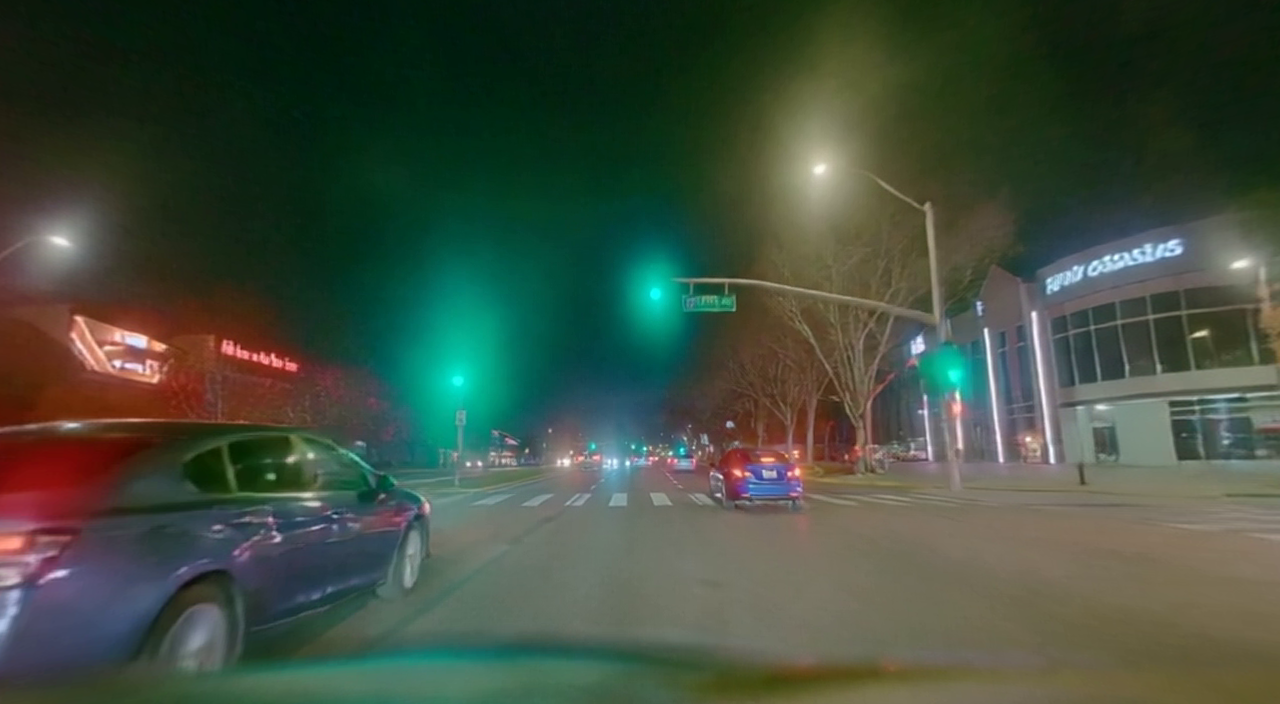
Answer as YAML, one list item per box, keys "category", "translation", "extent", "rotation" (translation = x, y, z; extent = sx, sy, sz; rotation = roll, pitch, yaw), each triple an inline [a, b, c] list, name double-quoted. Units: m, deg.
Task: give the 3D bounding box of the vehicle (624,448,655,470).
- category: "vehicle"
  translation: [-0.078, 7.614, 45.096]
  extent: [2.070, 1.460, 4.118]
  rotation: [0, -8, -1]

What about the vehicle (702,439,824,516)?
- category: "vehicle"
  translation: [2.697, 2.847, 14.878]
  extent: [1.946, 1.513, 4.133]
  rotation: [0, -8, -1]

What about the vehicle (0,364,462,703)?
- category: "vehicle"
  translation: [-3.013, 1.222, 4.411]
  extent: [2.032, 1.639, 5.037]
  rotation: [-1, -8, 1]

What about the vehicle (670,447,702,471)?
- category: "vehicle"
  translation: [3.265, 7.650, 45.190]
  extent: [1.931, 1.552, 4.125]
  rotation: [0, -8, 0]

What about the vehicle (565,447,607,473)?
- category: "vehicle"
  translation: [-3.192, 6.496, 38.142]
  extent: [2.040, 1.471, 4.211]
  rotation: [-1, -8, 2]
